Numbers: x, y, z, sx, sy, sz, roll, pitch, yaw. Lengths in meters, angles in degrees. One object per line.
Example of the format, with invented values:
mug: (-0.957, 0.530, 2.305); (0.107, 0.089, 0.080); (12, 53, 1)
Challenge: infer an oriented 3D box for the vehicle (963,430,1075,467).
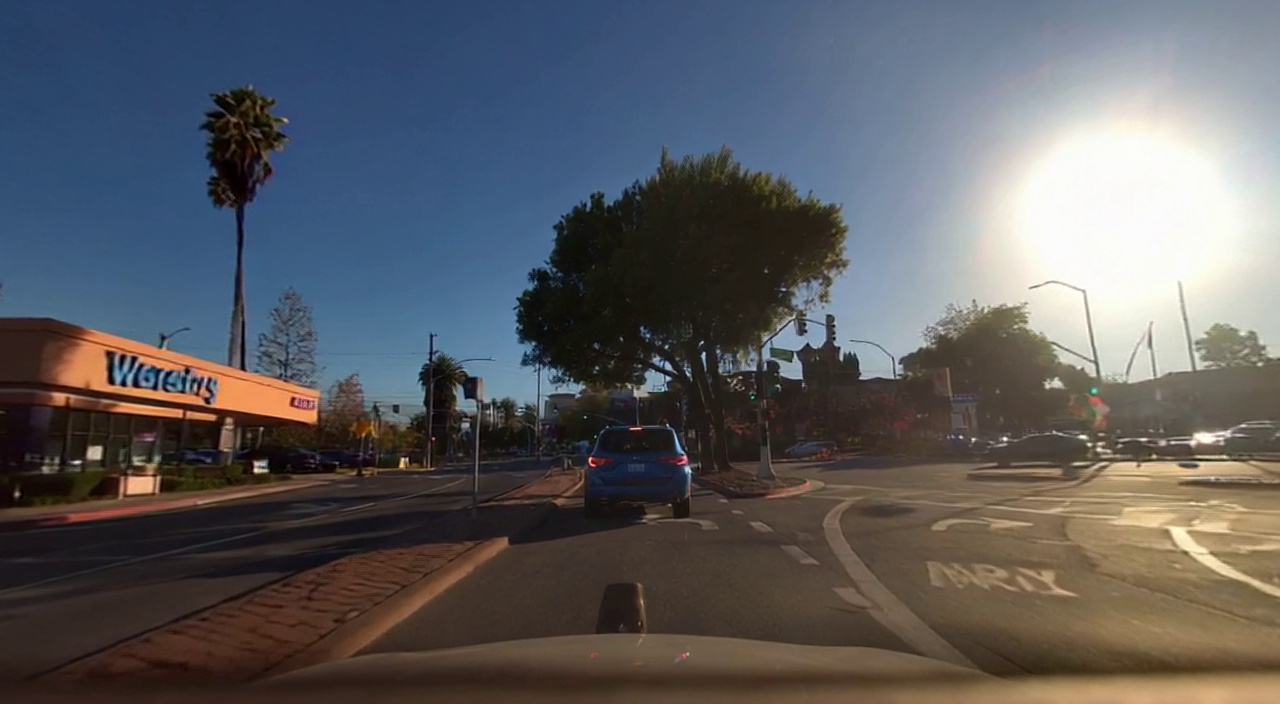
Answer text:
vehicle: (19.171, 4.933, 32.191); (4.641, 1.778, 1.958); (-5, -10, 27)

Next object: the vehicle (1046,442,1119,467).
vehicle: (27.369, 6.338, 39.186); (3.525, 1.460, 1.775); (-6, -11, 32)

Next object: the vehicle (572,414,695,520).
vehicle: (-0.116, 2.495, 14.117); (2.263, 1.932, 4.709); (0, -9, 0)

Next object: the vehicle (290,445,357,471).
vehicle: (-22.332, 7.463, 44.556); (4.790, 1.687, 1.969); (-6, -10, 32)

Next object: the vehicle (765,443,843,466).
vehicle: (10.868, 6.800, 41.978); (4.665, 1.467, 1.833); (-6, -11, 33)

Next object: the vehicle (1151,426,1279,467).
vehicle: (28.631, 4.586, 30.503); (5.809, 1.839, 1.957); (-6, -11, 33)

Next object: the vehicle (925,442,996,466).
vehicle: (20.203, 6.411, 39.824); (3.809, 1.435, 1.690); (-6, -10, 30)

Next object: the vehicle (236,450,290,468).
vehicle: (-29.346, 8.300, 49.136); (4.081, 1.383, 1.878); (-6, -11, 33)
